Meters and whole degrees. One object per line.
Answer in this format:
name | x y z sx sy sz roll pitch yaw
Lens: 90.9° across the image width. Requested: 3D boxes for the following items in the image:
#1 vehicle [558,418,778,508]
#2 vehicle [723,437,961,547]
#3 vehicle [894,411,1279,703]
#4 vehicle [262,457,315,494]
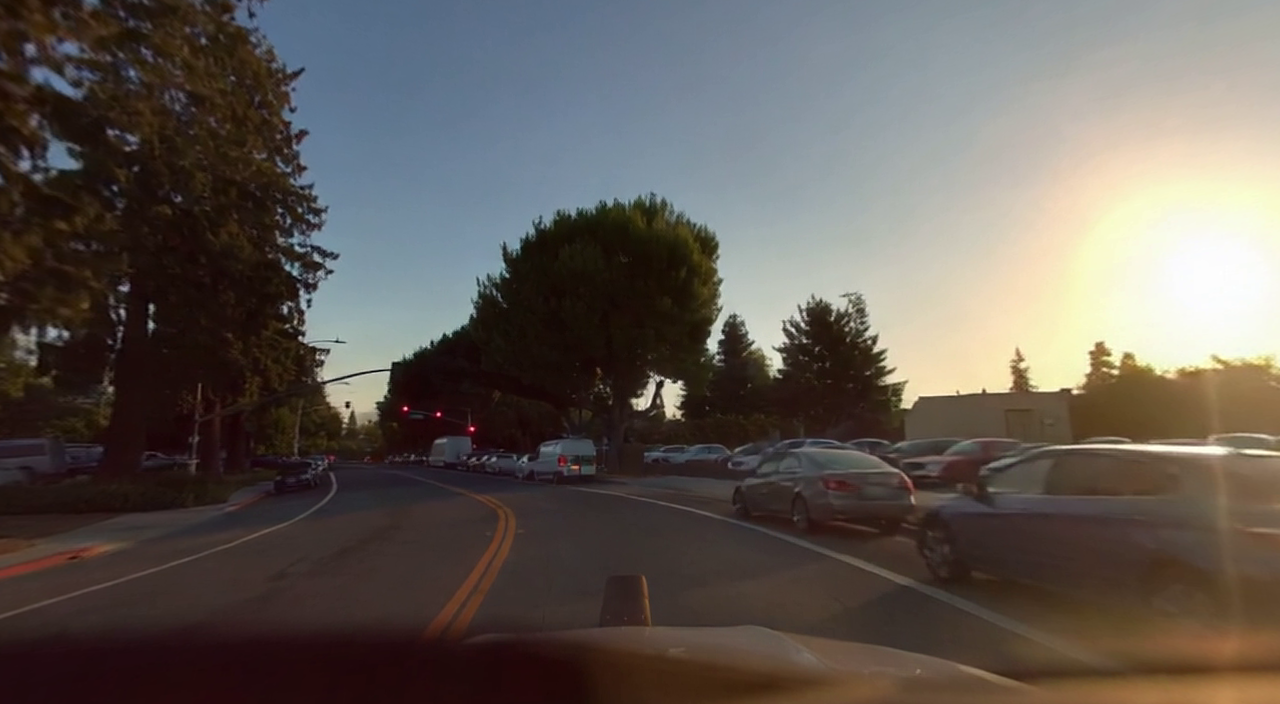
vehicle | 0.184 3.609 20.907 3.041 2.164 10.370 2 -10 -23
vehicle | 3.137 2.290 11.042 1.957 1.479 4.554 2 -9 -11
vehicle | 3.928 1.285 4.719 1.961 1.456 4.569 0 -9 -3
vehicle | -16.299 5.669 29.266 1.950 1.489 4.214 3 -10 -28
